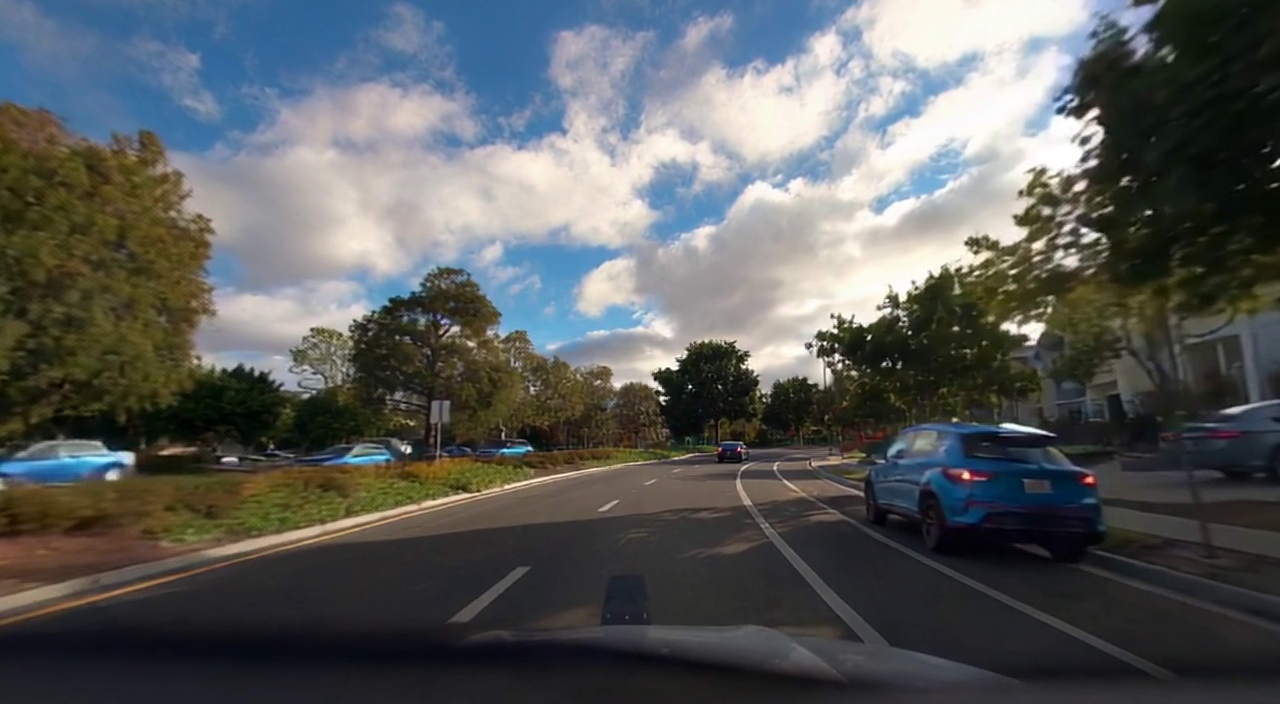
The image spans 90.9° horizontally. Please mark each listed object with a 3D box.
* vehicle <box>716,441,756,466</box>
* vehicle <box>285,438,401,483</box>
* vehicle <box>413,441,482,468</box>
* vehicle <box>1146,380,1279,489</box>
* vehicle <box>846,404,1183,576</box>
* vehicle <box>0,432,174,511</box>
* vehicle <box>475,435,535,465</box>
[{"bbox_3d":[6.216,6.478,40.447,2.050,1.456,4.003,-2,-9,14],"label":"vehicle"},{"bbox_3d":[-11.221,4.109,24.262,1.907,1.539,4.430,-1,-8,7],"label":"vehicle"},{"bbox_3d":[-12.225,6.566,40.352,2.006,1.575,4.496,-4,-10,17],"label":"vehicle"},{"bbox_3d":[12.106,1.437,11.055,4.612,1.721,2.052,0,-8,0],"label":"vehicle"},{"bbox_3d":[4.474,1.700,8.528,2.169,1.713,4.137,-1,-8,4],"label":"vehicle"},{"bbox_3d":[-15.973,3.170,17.244,2.281,1.822,5.025,-1,-8,6],"label":"vehicle"},{"bbox_3d":[-8.474,6.209,40.002,2.071,1.728,4.514,-2,-9,12],"label":"vehicle"}]
